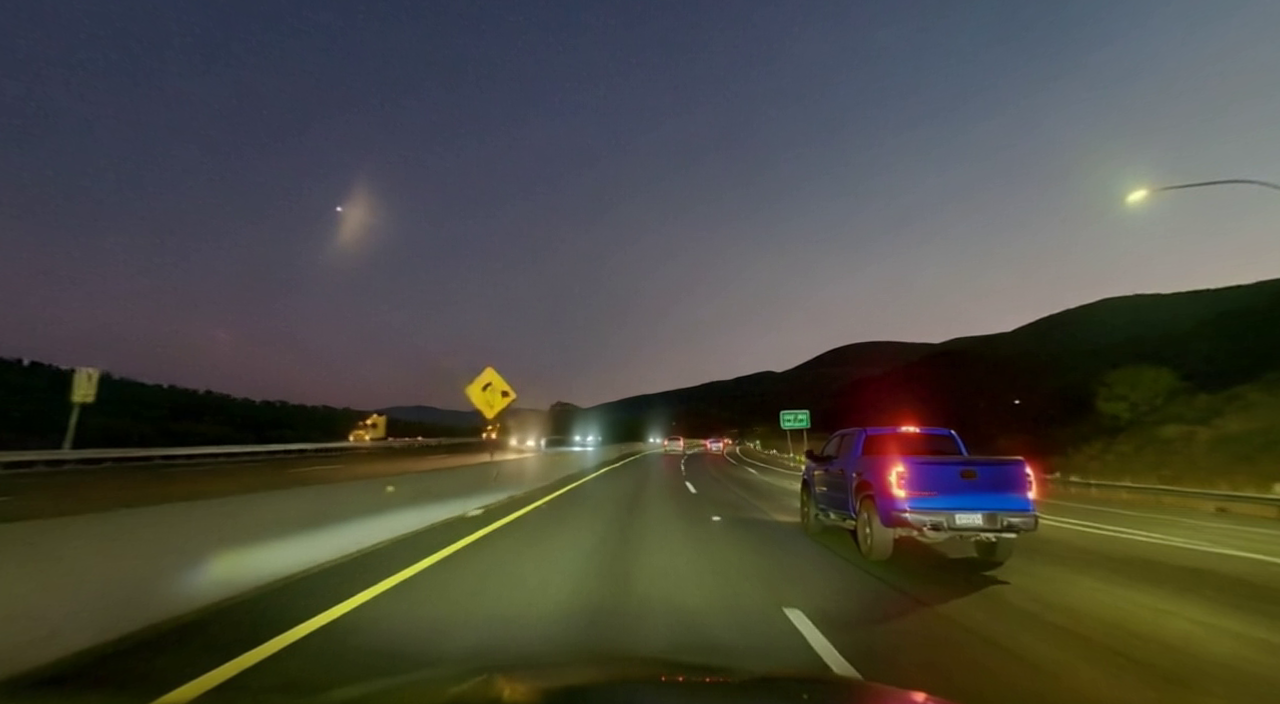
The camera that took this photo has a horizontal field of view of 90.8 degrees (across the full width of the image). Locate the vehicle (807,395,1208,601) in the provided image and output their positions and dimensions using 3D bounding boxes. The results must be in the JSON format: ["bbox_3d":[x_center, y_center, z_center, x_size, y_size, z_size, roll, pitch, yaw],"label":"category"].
[{"bbox_3d":[3.784,1.591,7.850,2.151,1.744,4.709,0,-8,0],"label":"vehicle"}]

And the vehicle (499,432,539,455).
[{"bbox_3d":[-9.314,7.062,48.791,1.970,1.629,4.136,-1,-8,5],"label":"vehicle"}]
